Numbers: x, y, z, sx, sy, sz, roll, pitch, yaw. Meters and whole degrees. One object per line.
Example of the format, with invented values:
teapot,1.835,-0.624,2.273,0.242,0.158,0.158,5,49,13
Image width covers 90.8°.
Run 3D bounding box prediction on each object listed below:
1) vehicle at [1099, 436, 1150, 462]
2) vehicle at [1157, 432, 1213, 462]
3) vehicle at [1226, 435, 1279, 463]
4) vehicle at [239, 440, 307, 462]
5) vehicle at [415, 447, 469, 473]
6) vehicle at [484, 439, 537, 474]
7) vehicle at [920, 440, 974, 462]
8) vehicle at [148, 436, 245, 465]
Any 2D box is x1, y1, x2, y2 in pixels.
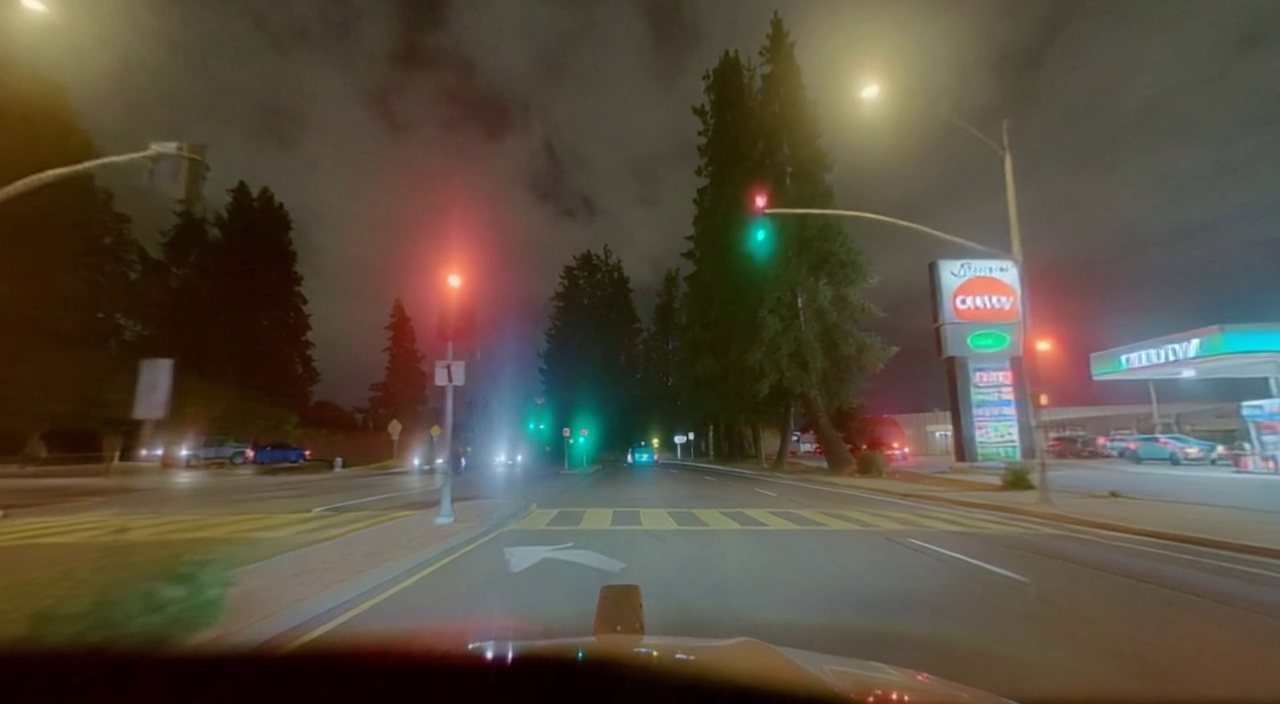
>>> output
vehicle,28.880,5.766,37.607,1.815,1.480,4.406,-8,-12,43
vehicle,30.672,5.366,35.515,2.103,1.561,4.355,-8,-11,41
vehicle,32.542,5.157,33.625,1.771,1.422,3.931,-8,-11,41
vehicle,-28.632,7.737,49.432,4.390,1.665,1.934,4,-10,-27
vehicle,-11.796,6.449,38.020,1.909,1.469,4.370,0,-9,-1
vehicle,-6.866,5.586,33.961,1.987,1.747,4.545,0,-9,-2
vehicle,21.799,7.002,44.775,4.557,1.434,1.916,8,-12,-44
vehicle,-28.841,6.418,41.142,4.938,1.778,1.954,6,-11,-37
